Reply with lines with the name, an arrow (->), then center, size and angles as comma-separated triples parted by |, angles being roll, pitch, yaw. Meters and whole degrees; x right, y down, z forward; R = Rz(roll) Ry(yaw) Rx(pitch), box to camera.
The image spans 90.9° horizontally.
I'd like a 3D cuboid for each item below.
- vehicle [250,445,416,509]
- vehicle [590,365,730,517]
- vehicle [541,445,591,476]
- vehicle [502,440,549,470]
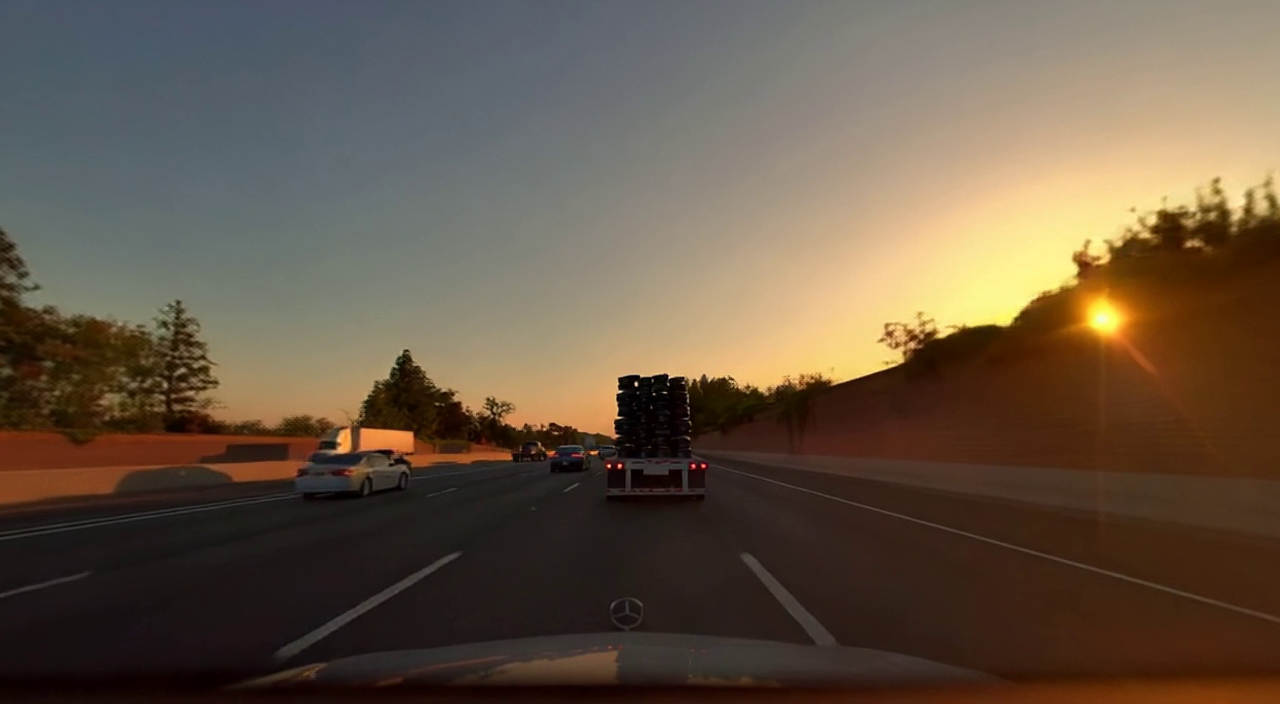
vehicle -> -7.903, 3.228, 16.870 | 2.006, 1.458, 4.700 | 0, -8, 1
vehicle -> 0.424, 2.397, 16.986 | 2.798, 3.071, 8.412 | 0, -8, 0
vehicle -> -3.723, 5.522, 32.470 | 1.974, 1.475, 4.538 | 0, -8, 1
vehicle -> -7.560, 6.864, 42.179 | 2.164, 1.874, 5.004 | 0, -8, 1
